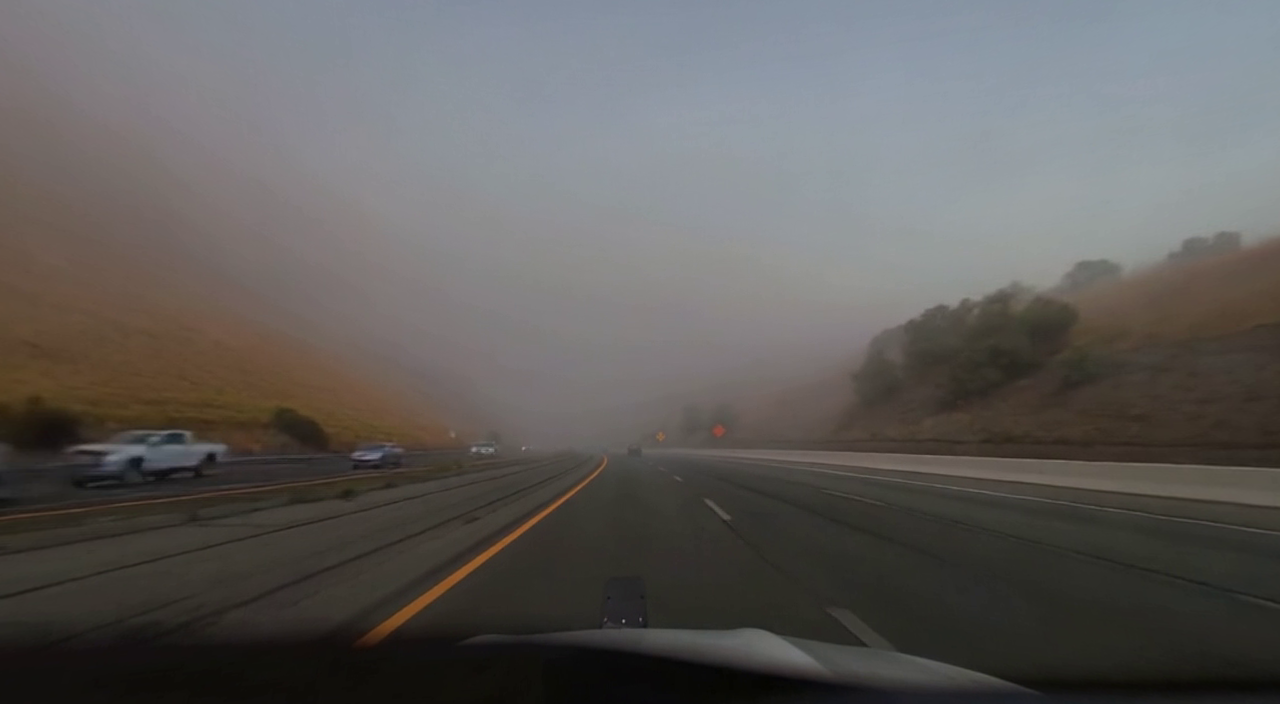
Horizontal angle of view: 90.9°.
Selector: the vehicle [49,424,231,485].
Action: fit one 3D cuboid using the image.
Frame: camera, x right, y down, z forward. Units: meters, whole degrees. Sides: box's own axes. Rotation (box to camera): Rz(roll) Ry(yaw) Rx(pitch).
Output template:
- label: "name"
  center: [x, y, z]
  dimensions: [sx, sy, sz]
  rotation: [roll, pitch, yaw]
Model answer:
- label: "vehicle"
  center: [-18.695, 3.873, 24.134]
  dimensions: [2.244, 2.010, 5.768]
  rotation: [0, -8, 0]
